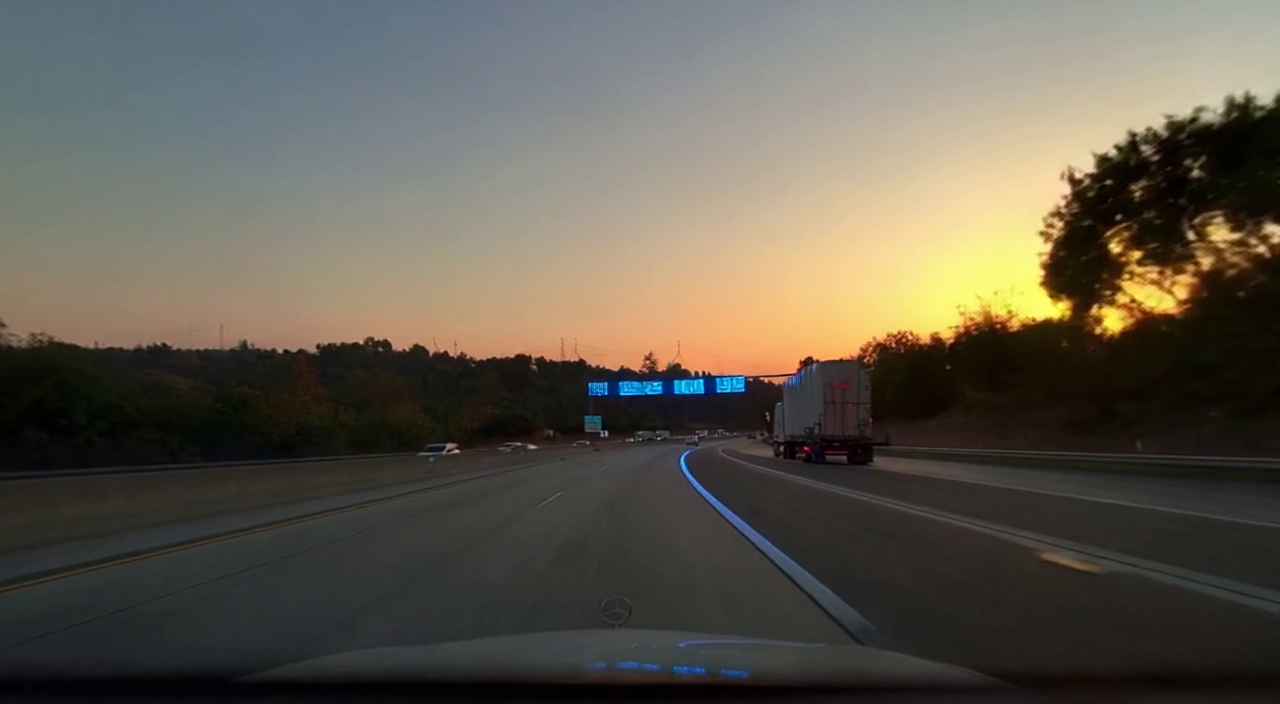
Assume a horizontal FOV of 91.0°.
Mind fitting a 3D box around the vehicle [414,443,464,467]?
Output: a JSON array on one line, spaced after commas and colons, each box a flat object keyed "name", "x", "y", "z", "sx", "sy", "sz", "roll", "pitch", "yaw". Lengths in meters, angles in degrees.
[{"name": "vehicle", "x": -15.111, "y": 7.730, "z": 47.519, "sx": 2.038, "sy": 1.667, "sz": 4.222, "roll": -1, "pitch": -8, "yaw": 5}]
